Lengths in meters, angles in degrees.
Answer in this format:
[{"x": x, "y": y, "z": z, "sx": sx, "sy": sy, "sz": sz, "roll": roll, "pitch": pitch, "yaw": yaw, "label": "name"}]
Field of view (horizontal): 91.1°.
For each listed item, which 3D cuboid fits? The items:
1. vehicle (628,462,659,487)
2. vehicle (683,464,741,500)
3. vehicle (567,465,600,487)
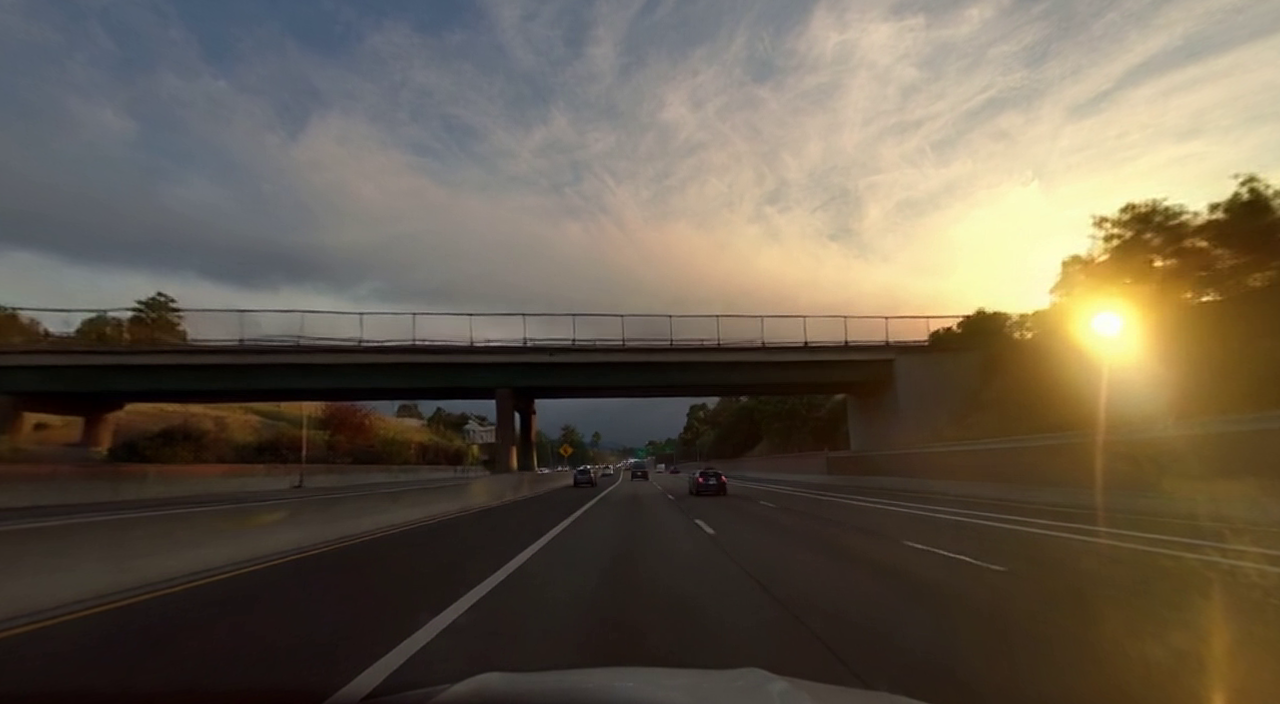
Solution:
[{"x": 0.227, "y": 9.148, "z": 46.955, "sx": 2.181, "sy": 1.698, "sz": 4.056, "roll": 1, "pitch": -10, "yaw": 0, "label": "vehicle"}, {"x": 3.288, "y": 6.050, "z": 29.553, "sx": 2.092, "sy": 1.518, "sz": 4.348, "roll": 1, "pitch": -10, "yaw": -2, "label": "vehicle"}, {"x": -3.980, "y": 8.808, "z": 44.724, "sx": 1.975, "sy": 1.486, "sz": 3.903, "roll": 1, "pitch": -10, "yaw": 0, "label": "vehicle"}]
